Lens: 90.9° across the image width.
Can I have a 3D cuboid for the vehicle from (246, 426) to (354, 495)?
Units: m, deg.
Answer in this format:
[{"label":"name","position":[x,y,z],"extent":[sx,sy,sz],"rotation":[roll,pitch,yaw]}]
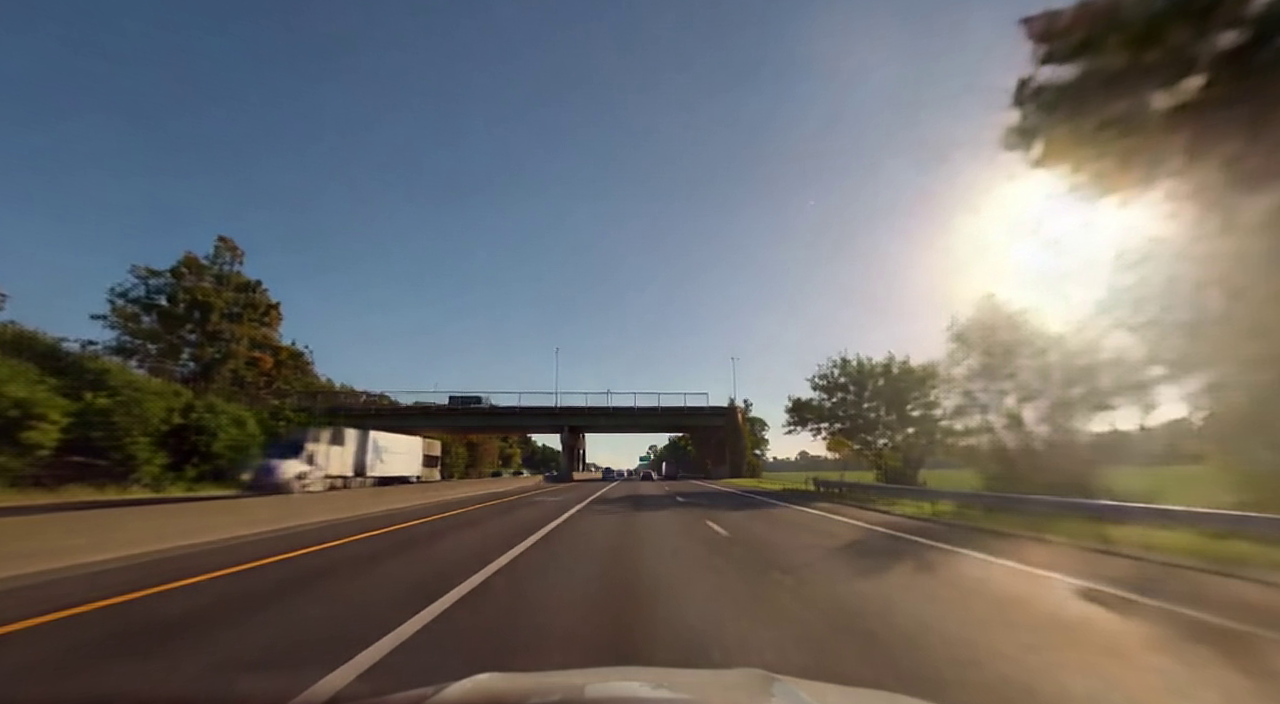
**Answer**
[{"label":"vehicle","position":[-19.539,6.354,36.662],"extent":[2.844,3.623,5.761],"rotation":[1,-11,0]}]
